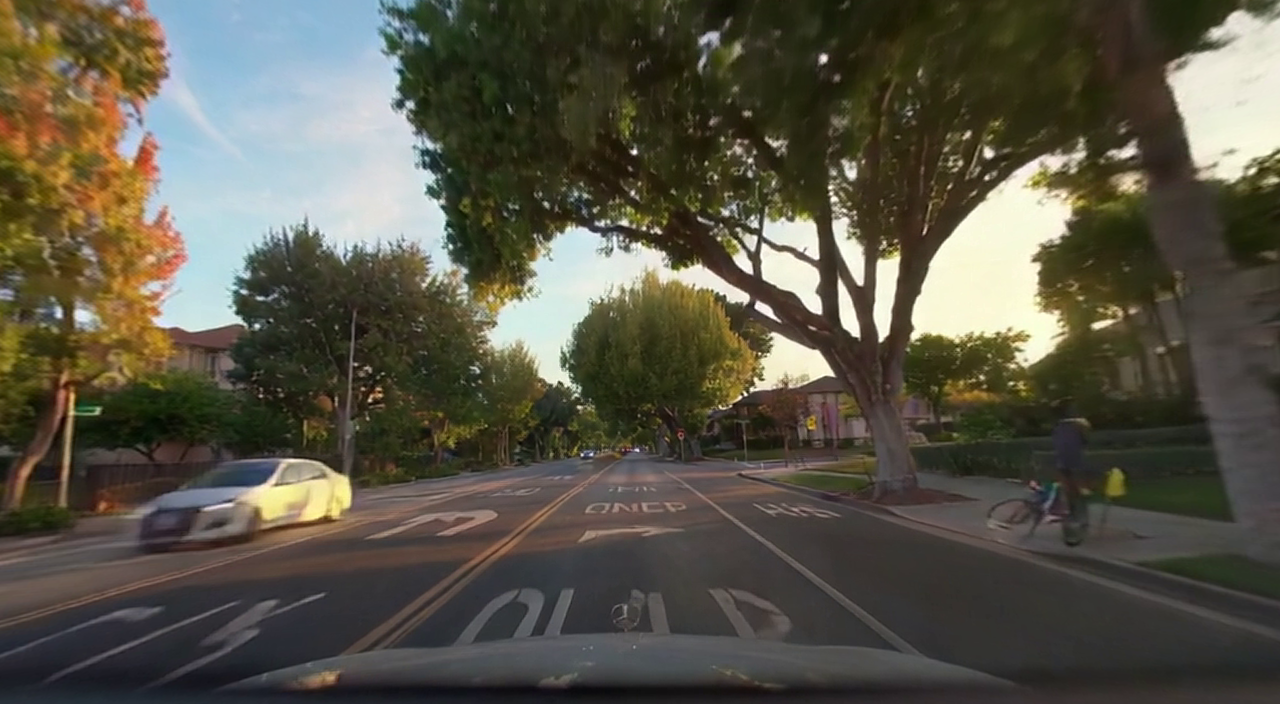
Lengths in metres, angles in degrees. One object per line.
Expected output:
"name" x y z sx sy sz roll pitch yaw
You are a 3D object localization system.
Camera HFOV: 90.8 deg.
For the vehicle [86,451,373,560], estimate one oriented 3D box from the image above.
"vehicle" -6.909 2.582 11.491 2.006 1.501 4.789 0 -9 0
